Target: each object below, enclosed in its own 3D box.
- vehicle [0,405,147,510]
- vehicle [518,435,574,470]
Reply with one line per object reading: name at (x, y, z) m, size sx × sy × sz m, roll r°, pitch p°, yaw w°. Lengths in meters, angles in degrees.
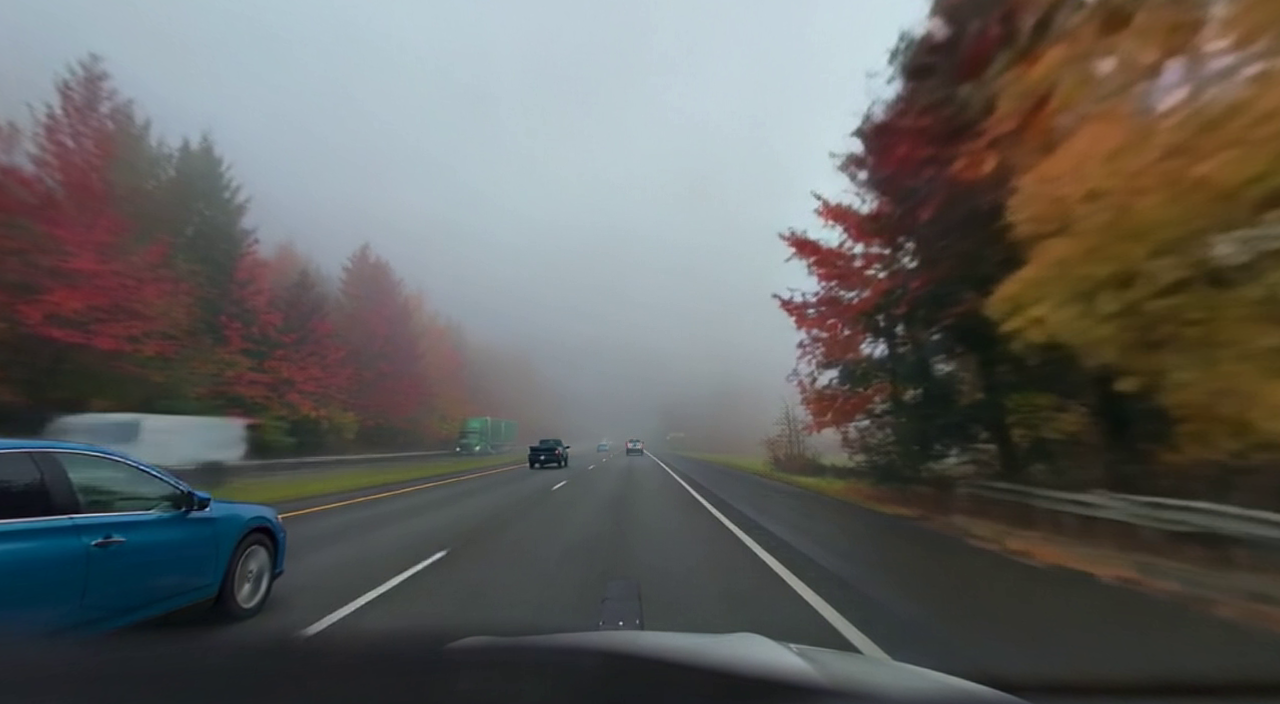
vehicle at (-12.091, 1.927, 11.576) m, size 2.098 × 1.796 × 4.845 m, roll 0°, pitch -8°, yaw 0°
vehicle at (-4.426, 4.800, 30.208) m, size 2.002 × 1.553 × 4.247 m, roll 0°, pitch -8°, yaw 0°
